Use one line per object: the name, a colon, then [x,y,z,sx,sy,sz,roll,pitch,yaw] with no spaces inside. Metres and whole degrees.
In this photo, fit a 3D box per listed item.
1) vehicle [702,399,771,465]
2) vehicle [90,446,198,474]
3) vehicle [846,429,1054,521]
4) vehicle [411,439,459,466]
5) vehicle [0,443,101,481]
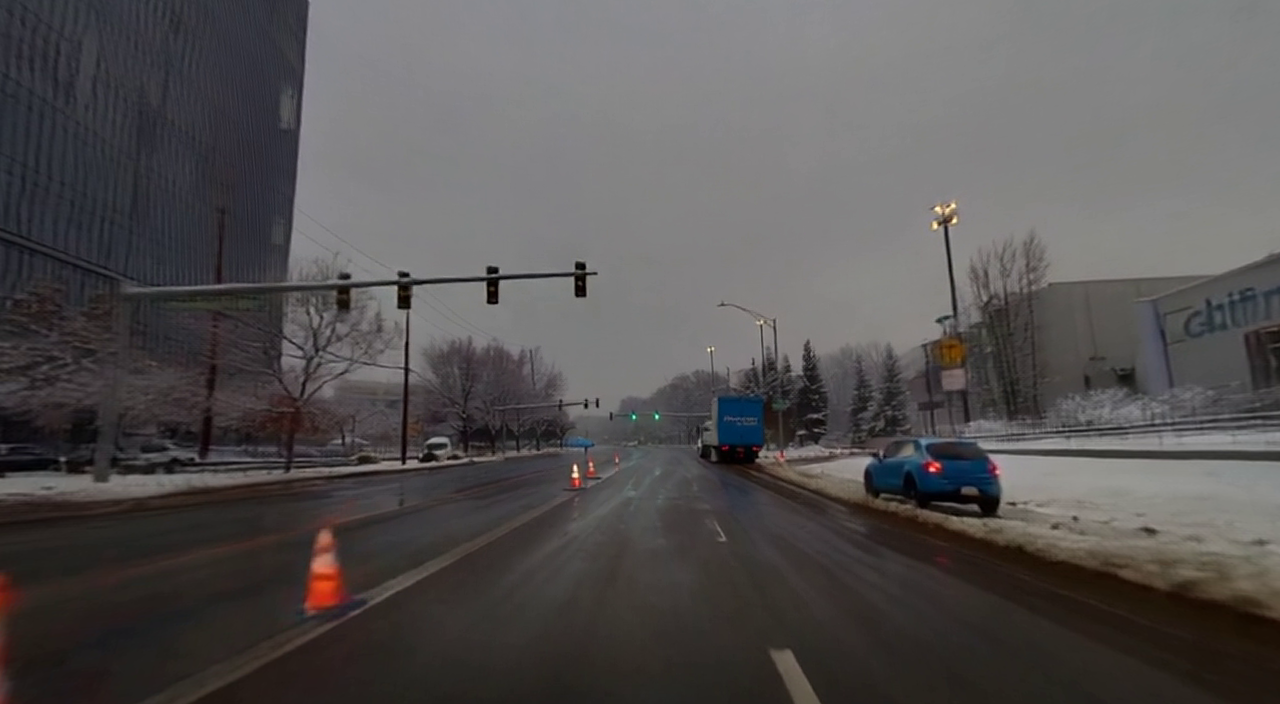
vehicle: [6.276,5.507,42.870,3.176,3.913,9.805,0,-8,0]
vehicle: [-24.895,5.433,31.802,3.905,1.345,1.737,0,-8,-1]
vehicle: [6.237,2.506,13.477,2.098,1.619,4.433,0,-8,-1]
vehicle: [-15.881,7.810,49.222,1.937,1.984,4.928,0,-8,1]
vehicle: [-25.547,4.561,26.366,4.237,1.490,1.901,1,-8,-3]
